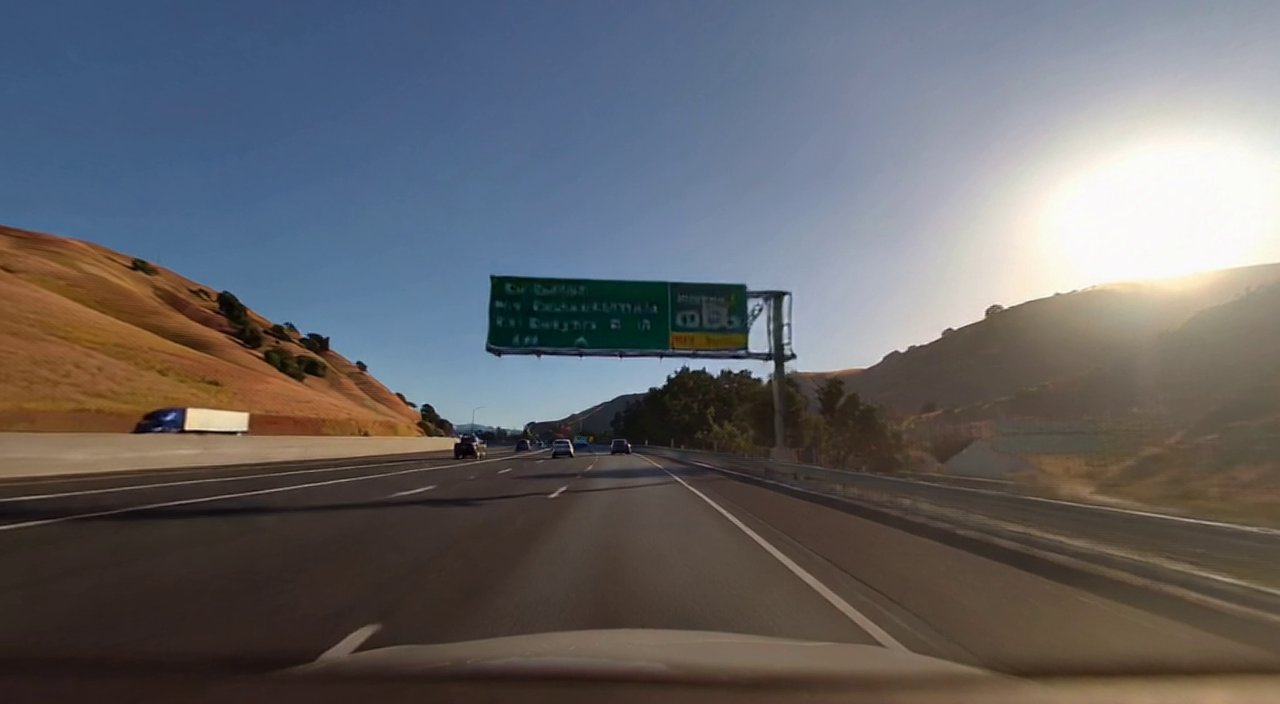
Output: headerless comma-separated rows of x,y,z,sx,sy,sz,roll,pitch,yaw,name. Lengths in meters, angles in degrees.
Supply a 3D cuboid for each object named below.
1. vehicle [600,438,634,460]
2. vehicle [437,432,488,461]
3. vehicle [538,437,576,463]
-1.748,7.332,47.636,2.421,1.594,4.248,0,-9,-2,vehicle
-12.445,6.692,44.508,2.219,1.923,4.985,0,-9,-1,vehicle
-5.374,6.419,41.308,2.060,1.631,4.214,0,-9,-1,vehicle
